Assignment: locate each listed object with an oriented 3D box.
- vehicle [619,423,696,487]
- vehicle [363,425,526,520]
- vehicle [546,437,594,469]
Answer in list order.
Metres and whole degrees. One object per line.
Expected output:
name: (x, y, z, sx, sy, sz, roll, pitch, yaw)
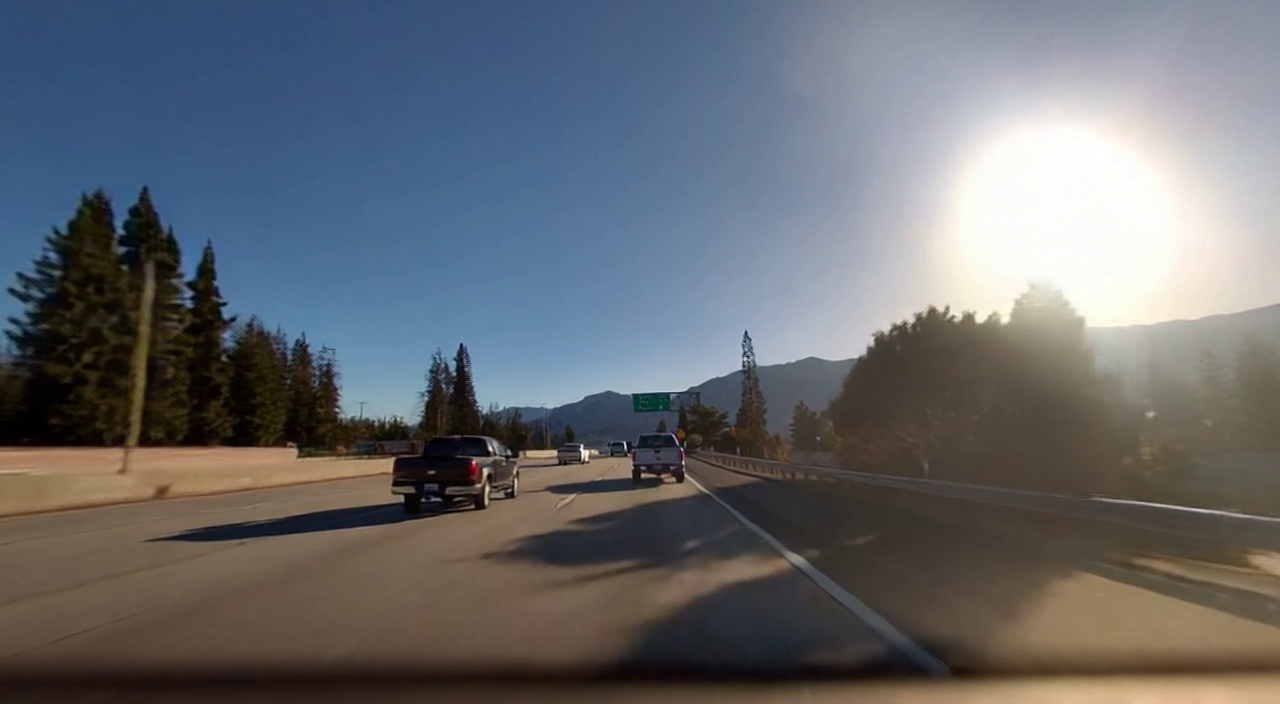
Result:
vehicle: (0.553, 3.405, 21.070, 2.229, 1.837, 5.387, -1, -8, 1)
vehicle: (-3.725, 2.370, 12.886, 1.959, 1.604, 4.065, 0, -8, 1)
vehicle: (-3.778, 5.529, 34.757, 2.106, 1.651, 4.040, -1, -8, 1)
